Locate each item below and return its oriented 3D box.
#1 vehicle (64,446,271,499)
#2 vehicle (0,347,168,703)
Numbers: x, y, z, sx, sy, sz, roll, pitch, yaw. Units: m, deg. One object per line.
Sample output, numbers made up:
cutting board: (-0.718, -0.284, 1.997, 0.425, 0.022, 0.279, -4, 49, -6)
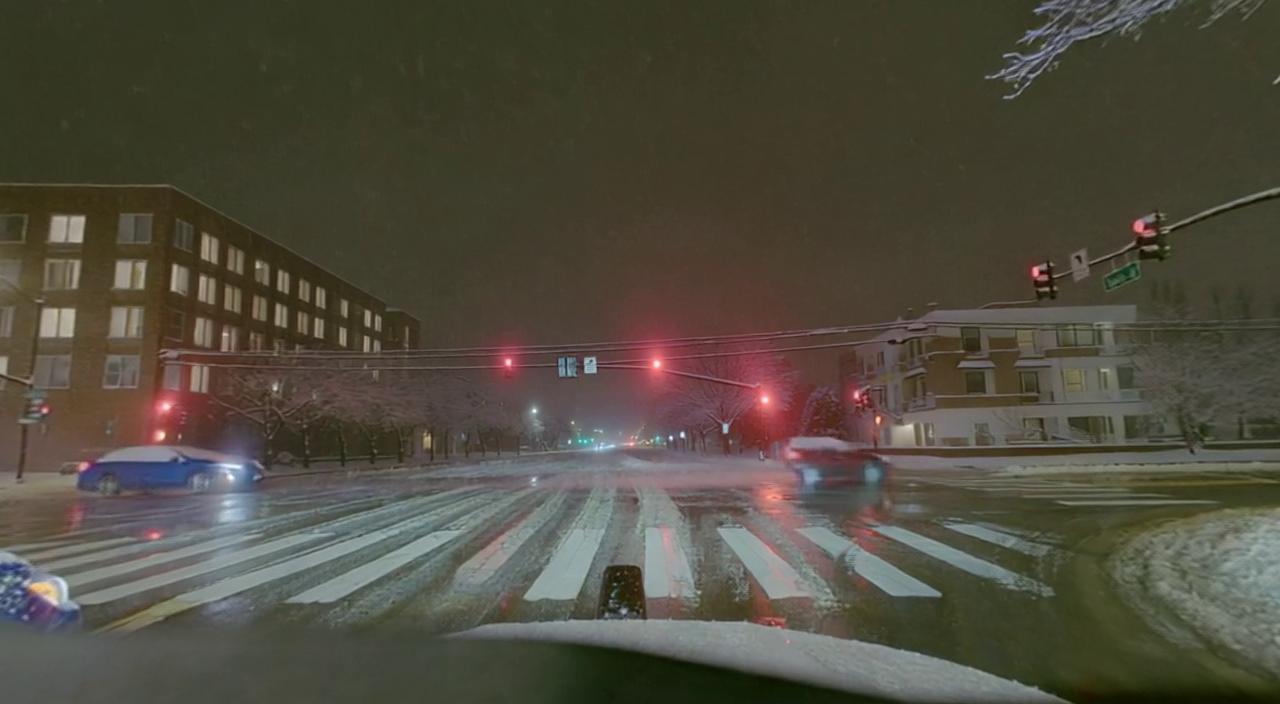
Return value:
vehicle: (-13.790, 3.513, 18.518, 4.551, 1.454, 1.941, 0, -8, 2)
vehicle: (-3.633, 0.614, 1.050, 2.109, 1.692, 4.587, 0, -8, 0)
